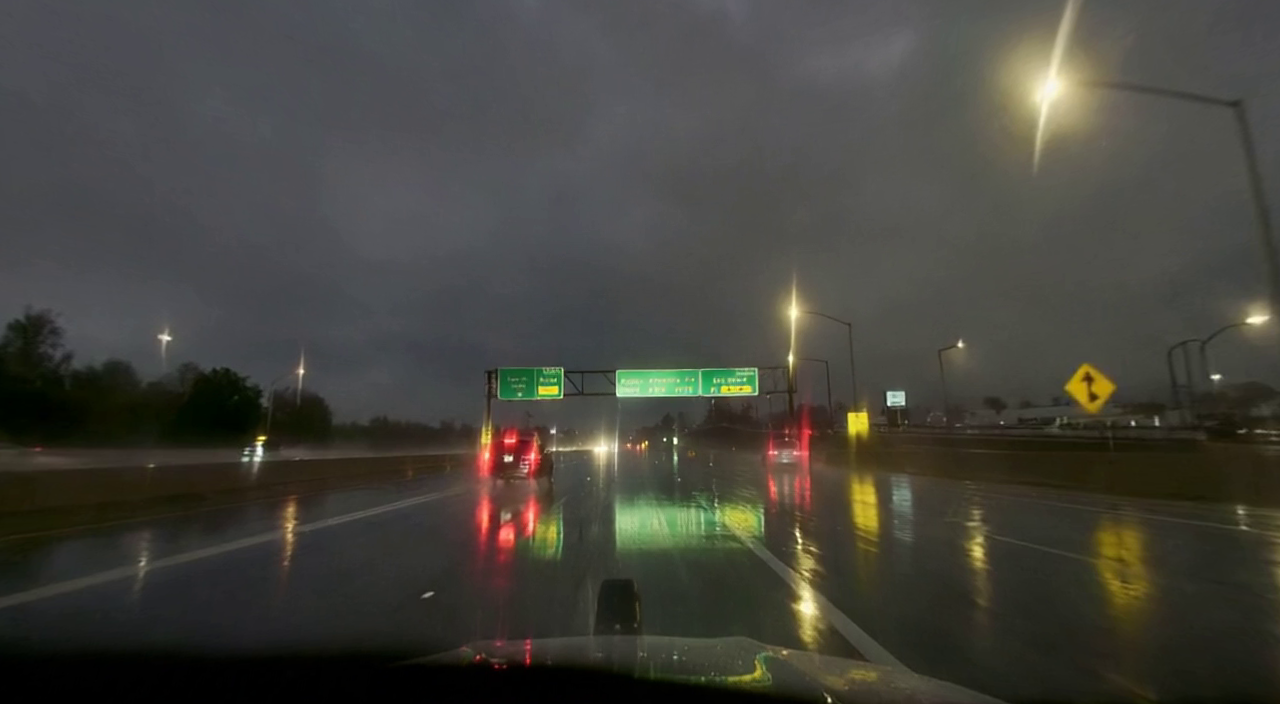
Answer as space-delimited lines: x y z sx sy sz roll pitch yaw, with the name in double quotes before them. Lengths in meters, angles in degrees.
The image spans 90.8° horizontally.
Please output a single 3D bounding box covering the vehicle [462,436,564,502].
"vehicle" -3.592 3.388 18.780 2.178 1.699 4.321 0 -8 0
